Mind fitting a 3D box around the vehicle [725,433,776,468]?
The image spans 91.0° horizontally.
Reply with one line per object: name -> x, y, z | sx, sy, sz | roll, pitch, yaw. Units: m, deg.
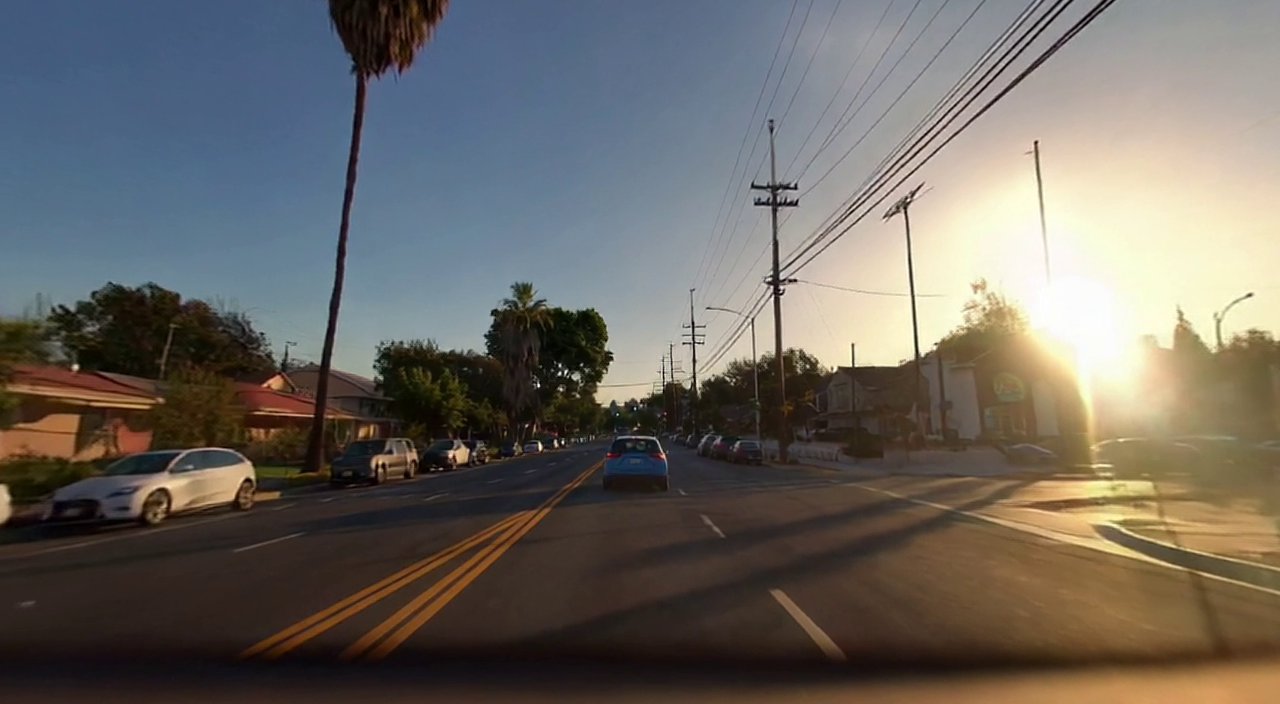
vehicle -> 6.064, 5.449, 34.929 | 2.005, 1.775, 4.324 | 0, -9, 0

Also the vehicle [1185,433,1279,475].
vehicle -> 27.422, 4.482, 27.830 | 4.708, 1.742, 2.025 | 0, -9, 0

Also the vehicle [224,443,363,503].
vehicle -> -10.066, 3.516, 18.710 | 1.812, 1.578, 4.037 | 0, -9, 0

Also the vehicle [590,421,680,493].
vehicle -> -0.188, 3.013, 18.347 | 2.264, 1.798, 4.563 | 0, -9, -2

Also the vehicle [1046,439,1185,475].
vehicle -> 20.779, 4.590, 27.630 | 4.488, 1.470, 1.994 | 0, -9, -2

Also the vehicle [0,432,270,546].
vehicle -> -10.156, 2.635, 13.095 | 1.992, 1.744, 4.896 | -1, -6, -1

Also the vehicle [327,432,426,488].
vehicle -> -10.016, 4.128, 24.324 | 1.958, 1.937, 4.114 | 0, -9, 1
